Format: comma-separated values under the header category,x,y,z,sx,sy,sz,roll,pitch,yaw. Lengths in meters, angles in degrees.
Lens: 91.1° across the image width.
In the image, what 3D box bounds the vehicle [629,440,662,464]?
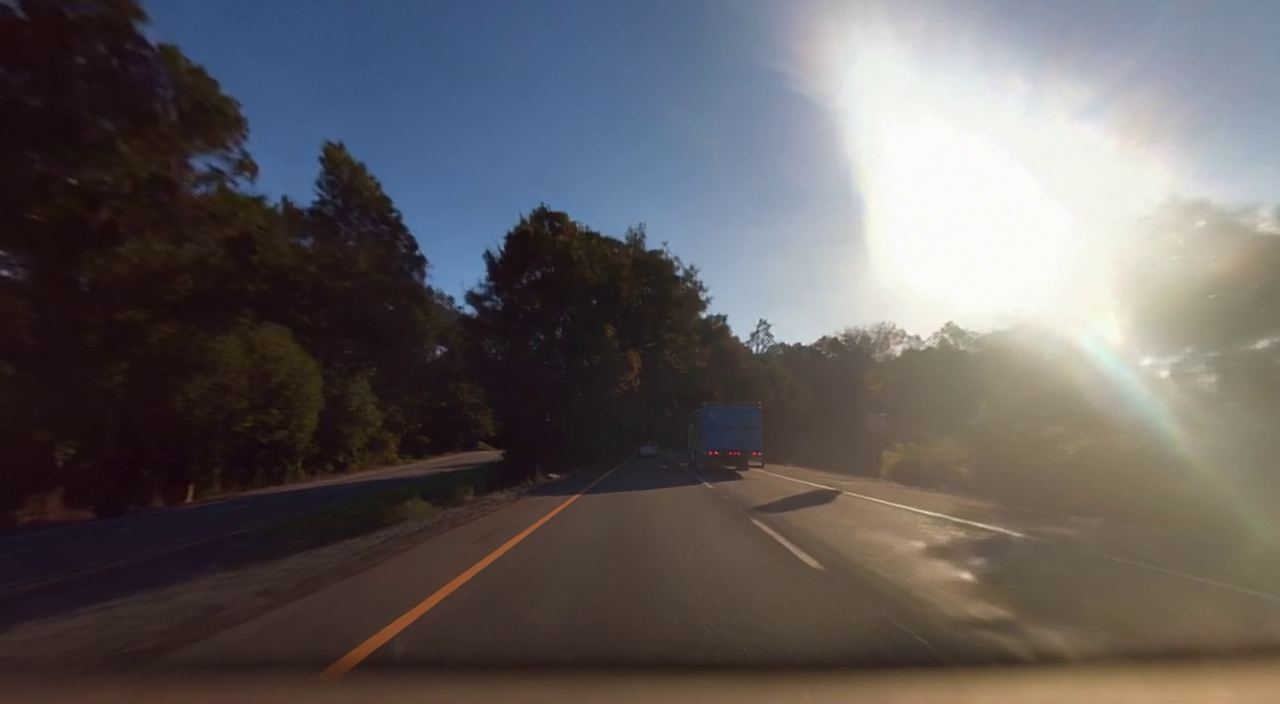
category,x,y,z,sx,sy,sz,roll,pitch,yaw
vehicle,0.369,6.953,43.579,2.170,1.544,4.373,0,-9,0

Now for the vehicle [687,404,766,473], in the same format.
category,x,y,z,sx,sy,sz,roll,pitch,yaw
vehicle,4.375,4.703,33.670,3.015,3.211,7.982,1,-9,-1
